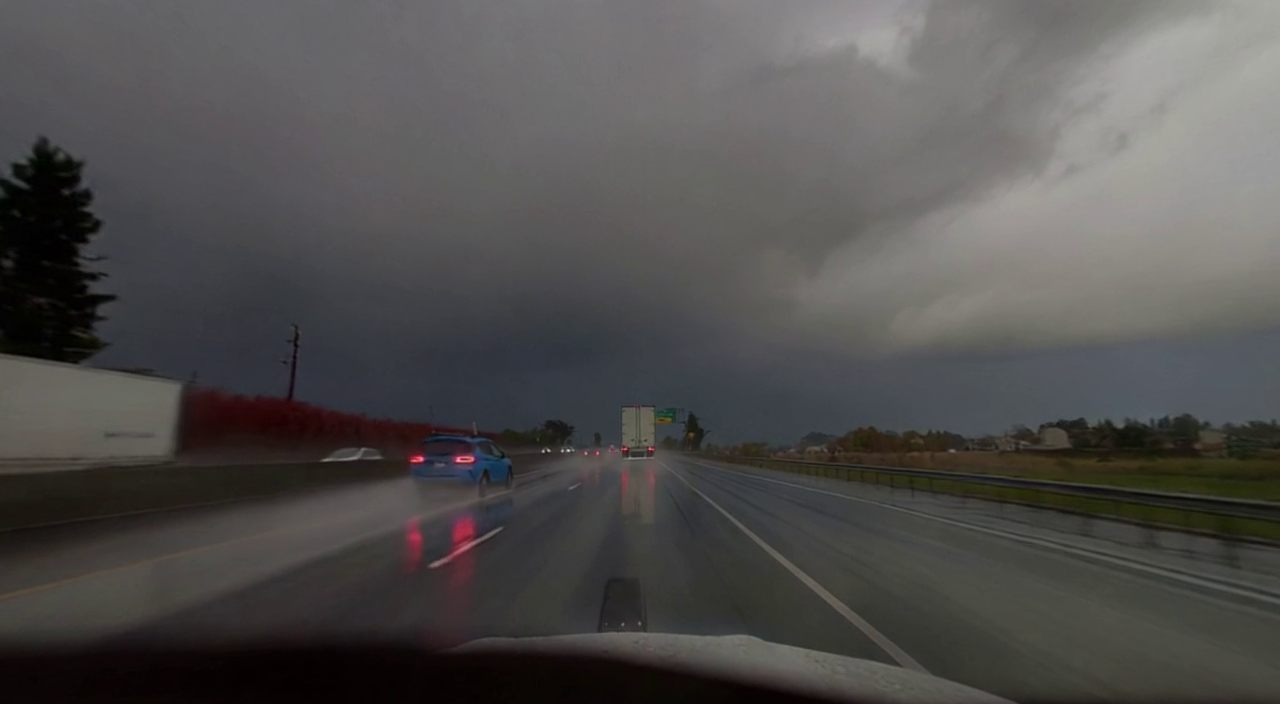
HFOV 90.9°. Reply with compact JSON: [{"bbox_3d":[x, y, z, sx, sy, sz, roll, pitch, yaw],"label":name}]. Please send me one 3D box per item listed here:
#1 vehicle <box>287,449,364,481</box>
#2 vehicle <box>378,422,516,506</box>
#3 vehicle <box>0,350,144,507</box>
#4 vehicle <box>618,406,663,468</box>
[{"bbox_3d":[-15.141,5.428,30.558,1.813,1.446,3.843,0,-9,-1],"label":"vehicle"},{"bbox_3d":[-4.642,2.781,16.052,2.042,1.815,4.639,0,-9,0],"label":"vehicle"},{"bbox_3d":[-17.783,1.538,13.378,2.855,3.978,14.229,0,-9,0],"label":"vehicle"},{"bbox_3d":[0.097,6.237,45.841,2.899,3.966,10.053,0,-9,1],"label":"vehicle"}]
